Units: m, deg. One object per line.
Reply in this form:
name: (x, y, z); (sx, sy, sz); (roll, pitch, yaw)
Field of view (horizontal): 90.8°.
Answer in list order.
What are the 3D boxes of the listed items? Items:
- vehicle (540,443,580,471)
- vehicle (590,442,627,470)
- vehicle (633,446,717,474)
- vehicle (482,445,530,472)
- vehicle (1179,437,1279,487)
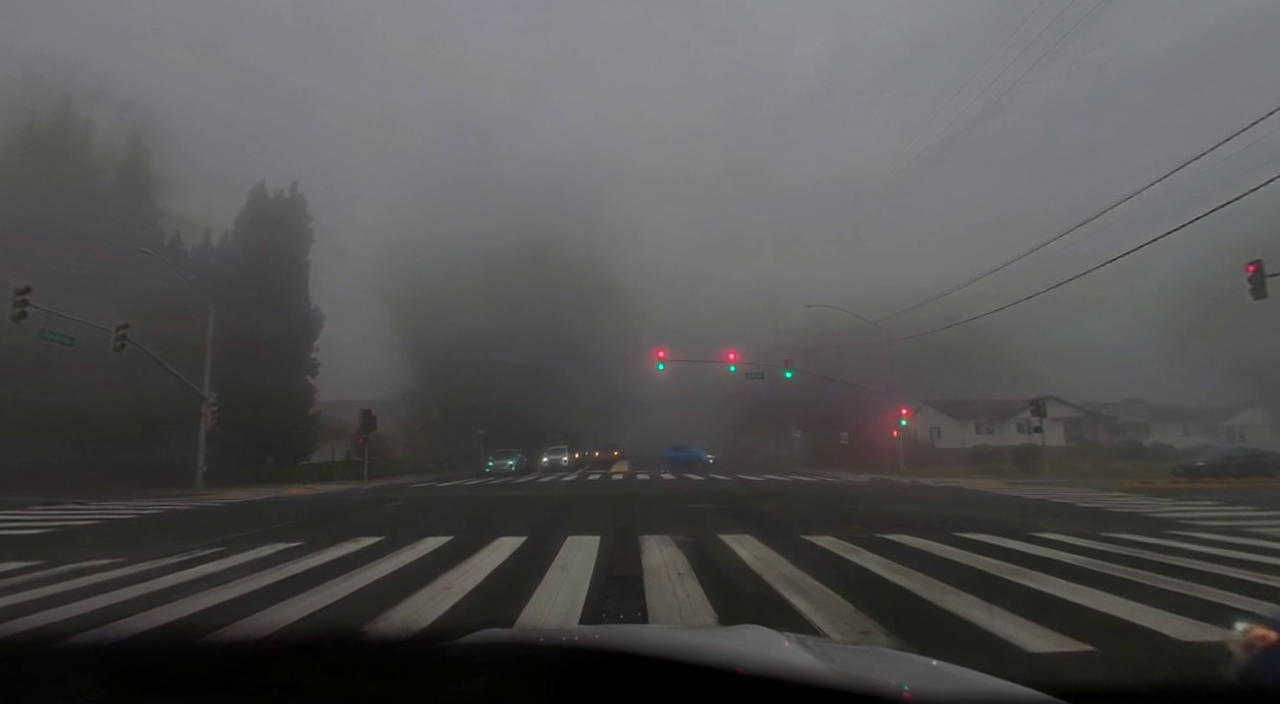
vehicle: (-5.270, 6.966, 42.136); (2.091, 1.707, 4.157); (0, -8, 1)
vehicle: (-2.137, 7.271, 44.482); (2.355, 1.868, 5.125); (0, -8, 0)
vehicle: (1.936, 5.901, 34.715); (4.118, 1.491, 2.046); (-4, -9, 23)
vehicle: (-8.687, 6.948, 41.427); (2.028, 1.654, 5.027); (0, -8, 0)
vehicle: (23.981, 4.156, 24.082); (4.952, 1.803, 2.075); (0, -9, -2)
